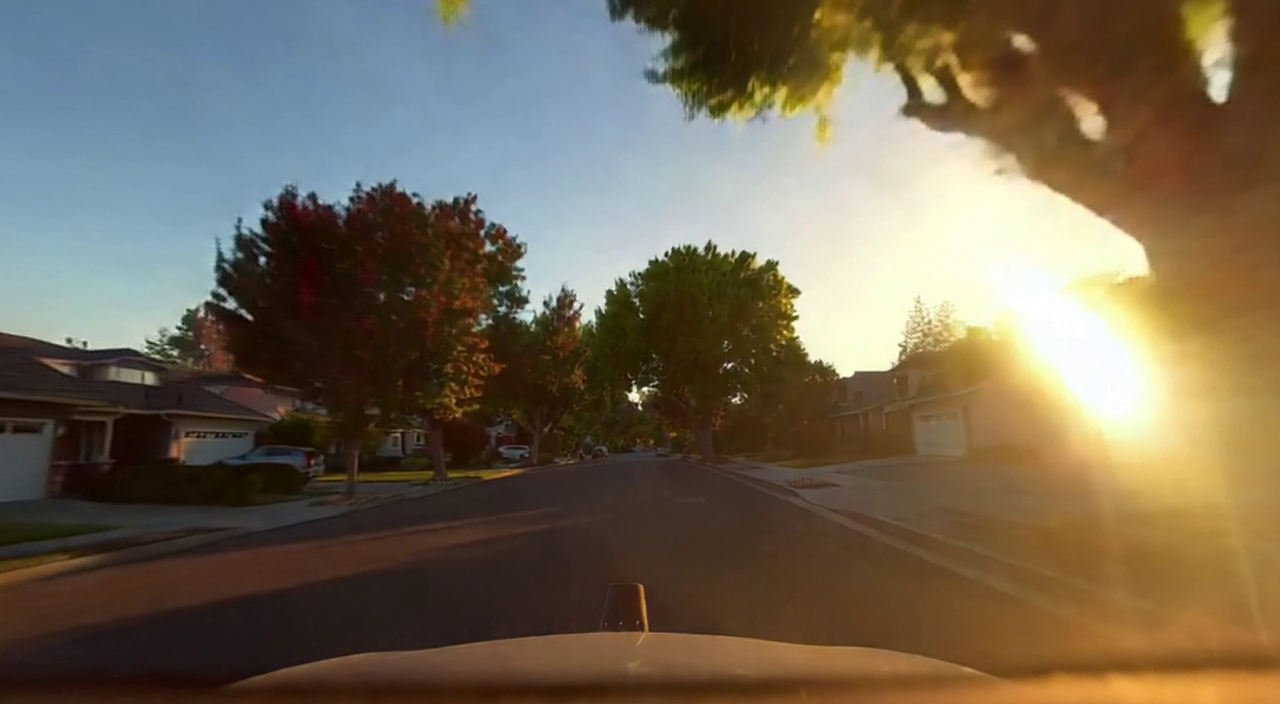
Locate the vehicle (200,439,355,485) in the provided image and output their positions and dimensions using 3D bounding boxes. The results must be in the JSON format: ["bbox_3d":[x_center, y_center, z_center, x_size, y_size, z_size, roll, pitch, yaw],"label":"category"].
[{"bbox_3d":[-13.983,4.273,24.476,4.850,1.676,1.920,-1,-9,3],"label":"vehicle"}]
